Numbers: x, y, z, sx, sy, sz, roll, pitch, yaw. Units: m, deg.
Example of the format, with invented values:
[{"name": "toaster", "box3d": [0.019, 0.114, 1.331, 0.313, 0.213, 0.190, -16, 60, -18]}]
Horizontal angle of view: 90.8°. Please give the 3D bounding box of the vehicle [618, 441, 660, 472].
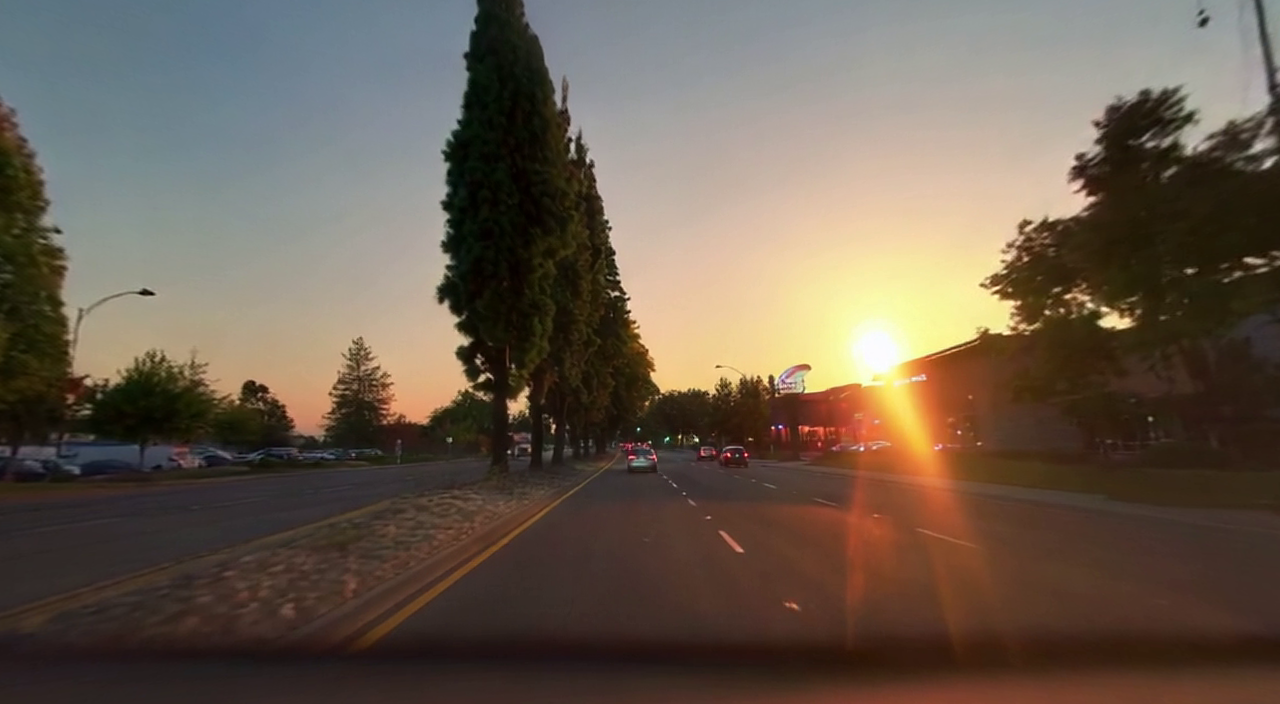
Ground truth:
[{"name": "vehicle", "box3d": [-0.051, 5.537, 33.748, 2.072, 1.545, 4.578, 0, -8, 0]}]
